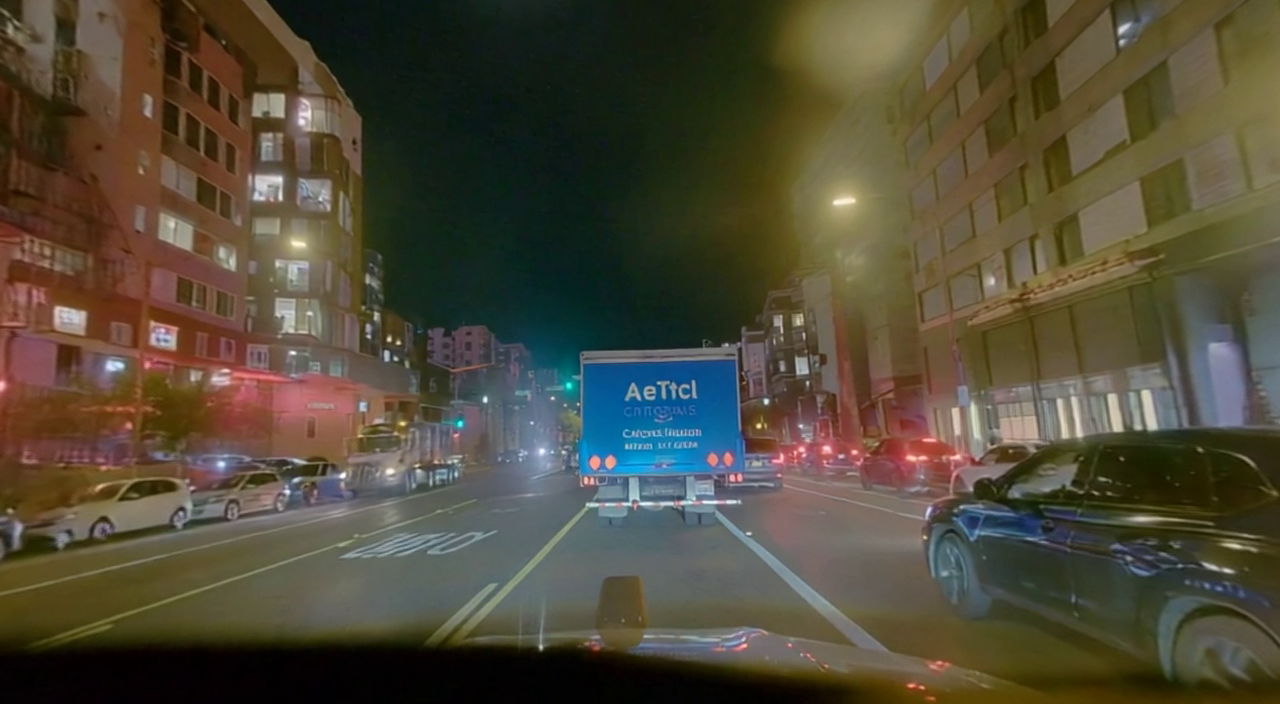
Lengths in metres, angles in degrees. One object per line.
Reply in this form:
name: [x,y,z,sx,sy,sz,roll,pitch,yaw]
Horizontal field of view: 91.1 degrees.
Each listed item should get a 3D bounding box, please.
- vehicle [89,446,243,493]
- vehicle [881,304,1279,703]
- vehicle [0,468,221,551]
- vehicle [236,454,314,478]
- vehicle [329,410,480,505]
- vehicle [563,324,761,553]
vehicle: [-21.987,5.436,29.255,5.475,2.011,2.269,-1,-8,6]
vehicle: [3.351,0.943,3.655,2.104,1.786,4.498,0,-9,1]
vehicle: [-13.430,3.961,16.366,1.943,1.682,4.365,0,-9,0]
vehicle: [-27.713,8.634,47.739,4.670,1.719,1.931,0,-9,2]
vehicle: [-9.081,4.203,25.549,2.883,3.199,7.964,0,-9,1]
vehicle: [0.175,1.536,11.199,2.517,2.926,6.177,0,-9,-2]
